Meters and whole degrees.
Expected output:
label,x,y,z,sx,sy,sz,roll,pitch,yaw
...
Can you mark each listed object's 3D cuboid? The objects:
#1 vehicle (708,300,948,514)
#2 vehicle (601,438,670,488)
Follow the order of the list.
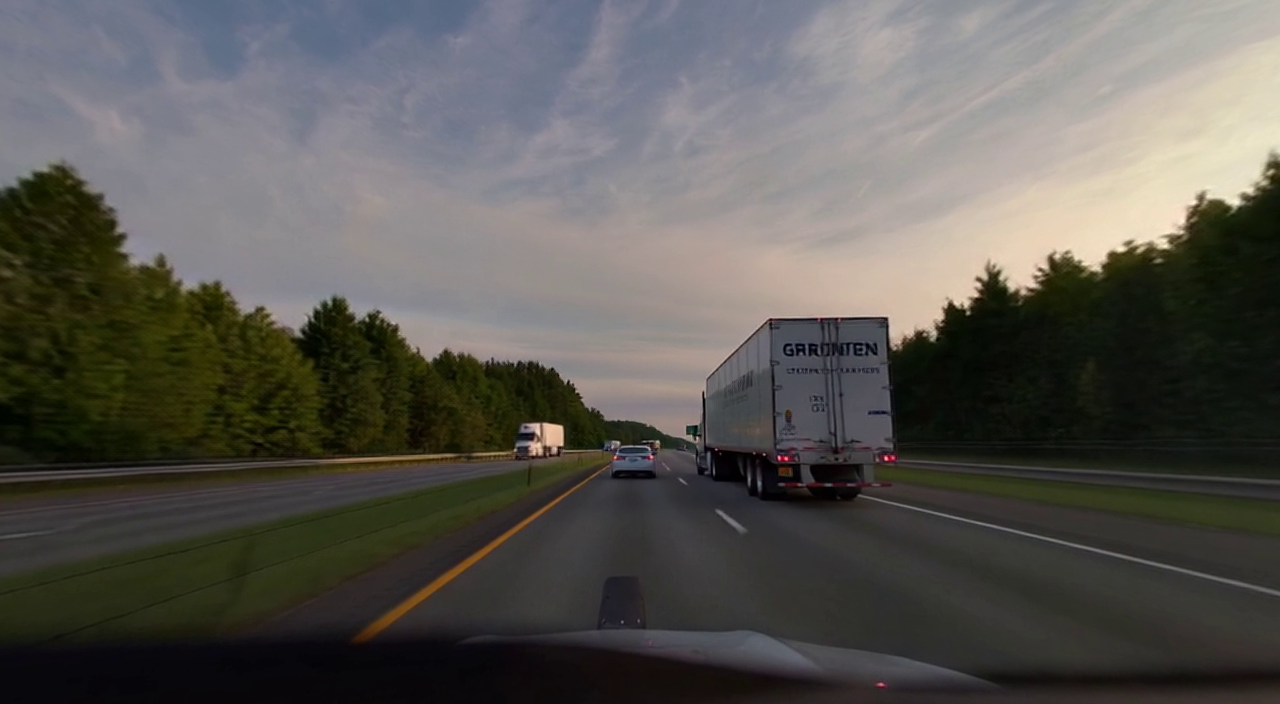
label,x,y,z,sx,sy,sz,roll,pitch,yaw
vehicle,4.277,2.105,19.115,2.909,4.074,14.457,0,-9,0
vehicle,-0.131,3.660,20.956,2.074,1.475,3.960,0,-9,0
